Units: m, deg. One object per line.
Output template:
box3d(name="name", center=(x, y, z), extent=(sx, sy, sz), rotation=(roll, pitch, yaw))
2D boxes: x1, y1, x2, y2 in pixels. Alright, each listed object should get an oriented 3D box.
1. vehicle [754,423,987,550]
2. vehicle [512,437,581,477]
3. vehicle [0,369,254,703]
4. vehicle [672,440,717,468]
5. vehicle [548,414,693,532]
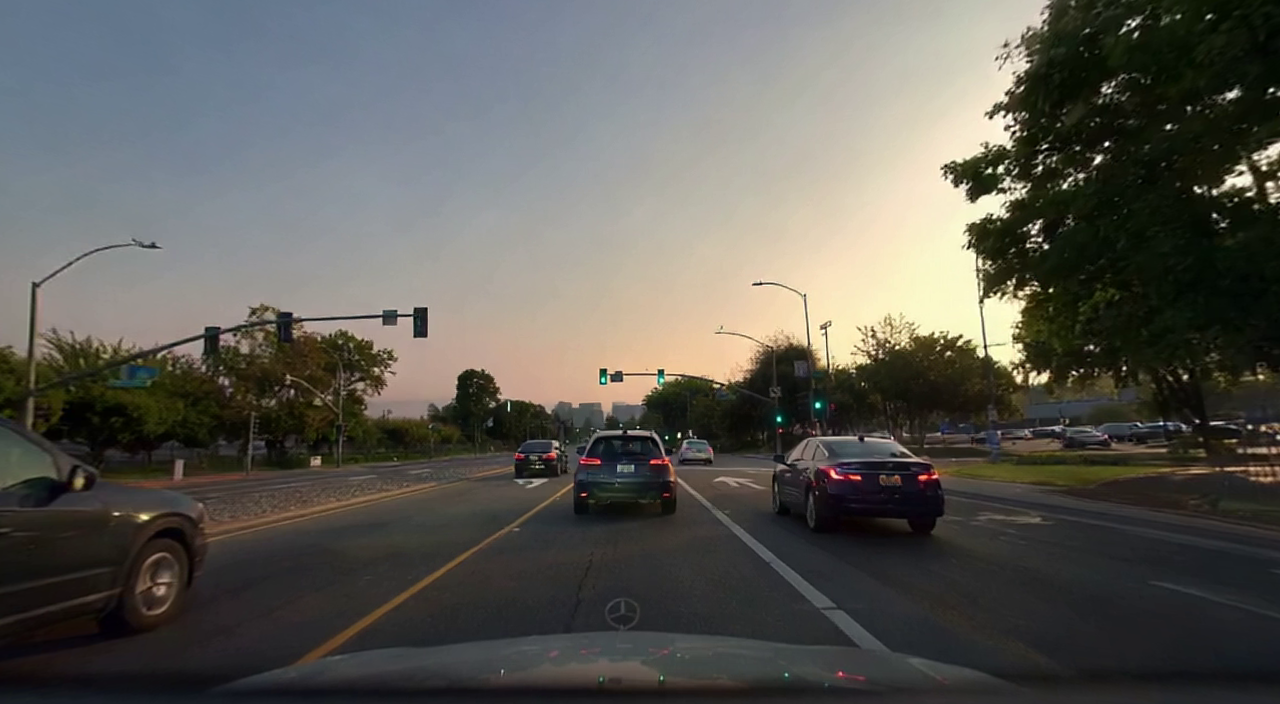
box3d(name="vehicle", center=(3.233, 1.970, 9.923), extent=(2.068, 1.541, 4.041), rotation=(0, -8, -1))
box3d(name="vehicle", center=(-3.760, 4.313, 26.219), extent=(2.163, 1.488, 4.511), rotation=(0, -8, 0))
box3d(name="vehicle", center=(-3.814, 0.859, 2.629), extent=(1.823, 1.602, 4.061), rotation=(0, -8, 0))
box3d(name="vehicle", center=(3.047, 5.829, 36.384), extent=(2.171, 1.469, 4.420), rotation=(0, -8, 0))
box3d(name="vehicle", center=(-0.316, 2.095, 11.467), extent=(2.150, 1.725, 4.096), rotation=(0, -8, -1))
